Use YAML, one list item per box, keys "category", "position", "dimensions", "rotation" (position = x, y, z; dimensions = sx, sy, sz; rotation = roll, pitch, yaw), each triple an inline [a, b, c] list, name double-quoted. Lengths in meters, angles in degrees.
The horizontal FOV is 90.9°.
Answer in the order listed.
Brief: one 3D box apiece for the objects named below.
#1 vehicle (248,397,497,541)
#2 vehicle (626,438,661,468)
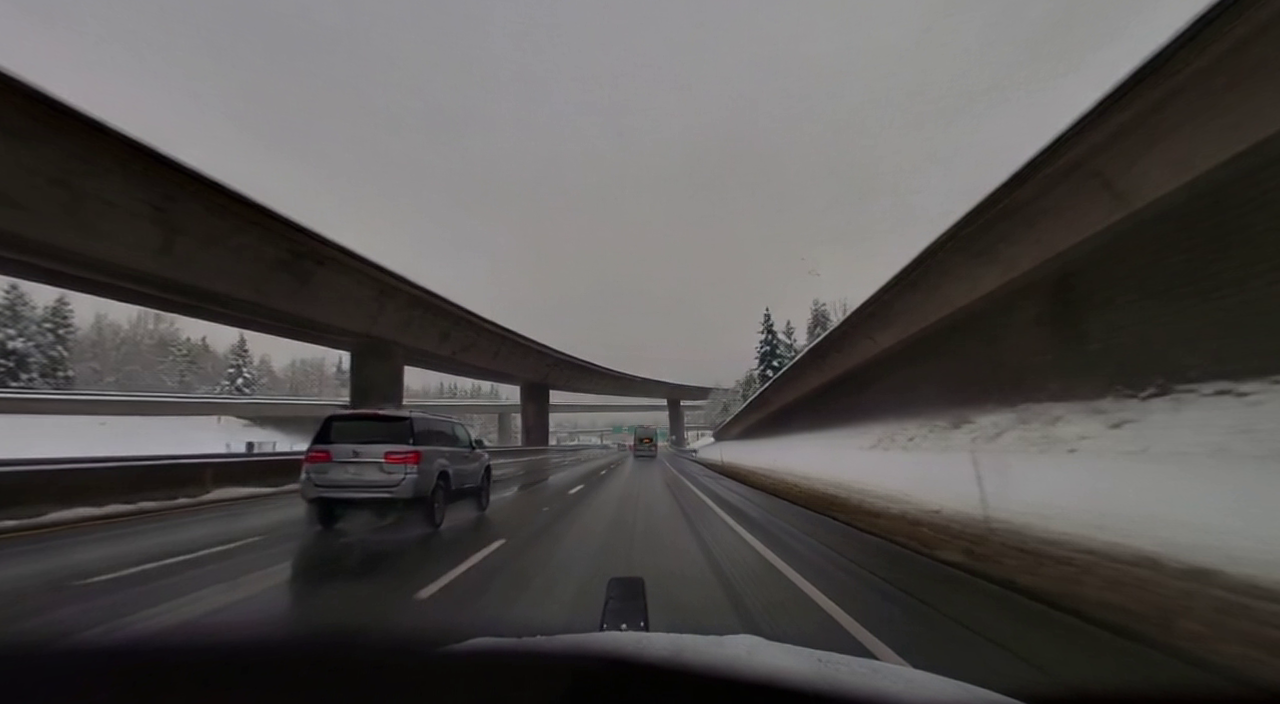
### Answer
- category: "vehicle"
  position: [-4.163, 1.928, 10.968]
  dimensions: [2.147, 1.918, 4.834]
  rotation: [0, -8, 0]
- category: "vehicle"
  position: [0.210, 6.291, 39.362]
  dimensions: [2.052, 1.711, 4.223]
  rotation: [0, -8, 0]
